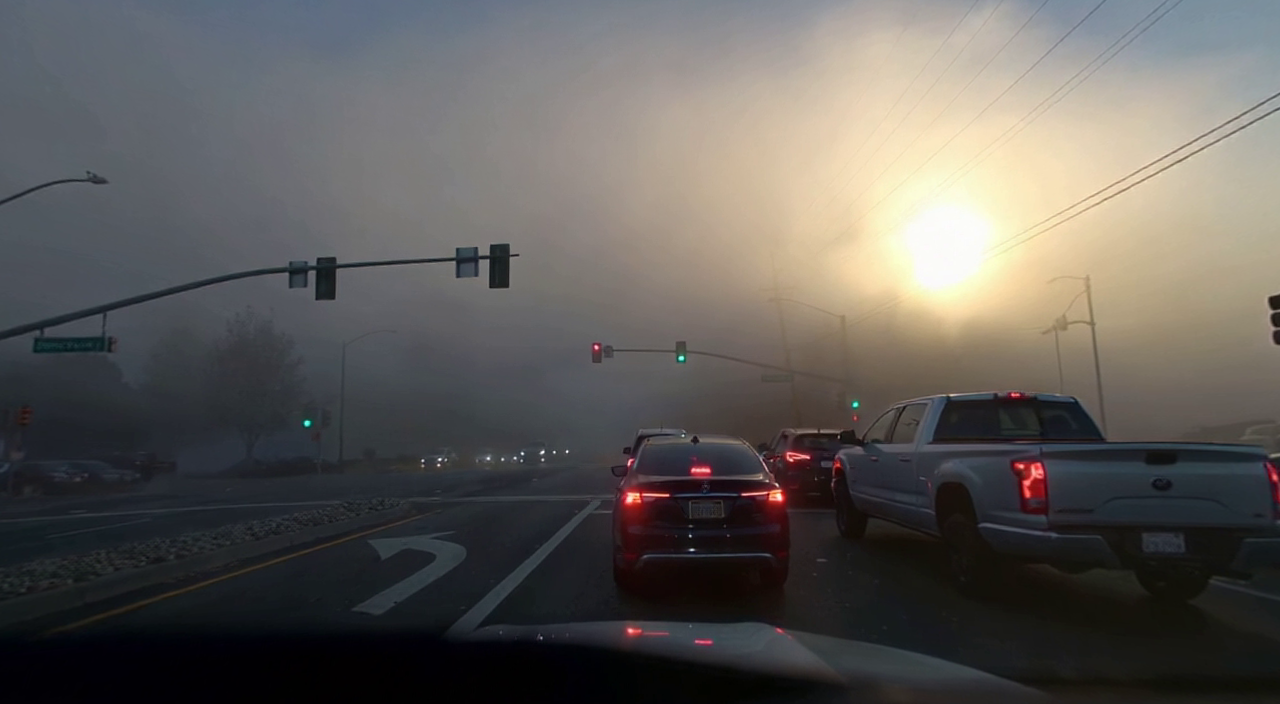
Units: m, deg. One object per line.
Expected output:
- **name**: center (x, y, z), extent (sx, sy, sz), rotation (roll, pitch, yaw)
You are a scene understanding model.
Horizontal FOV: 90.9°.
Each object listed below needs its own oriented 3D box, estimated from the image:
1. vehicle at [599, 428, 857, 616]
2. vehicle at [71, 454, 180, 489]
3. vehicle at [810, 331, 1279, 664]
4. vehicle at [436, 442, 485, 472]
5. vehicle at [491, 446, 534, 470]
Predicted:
- **vehicle**: center (0.618, 1.614, 6.910), extent (2.038, 1.447, 3.756), rotation (0, -8, -2)
- **vehicle**: center (-29.083, 6.728, 35.690), extent (4.789, 1.828, 2.025), rotation (-2, -9, 10)
- **vehicle**: center (3.794, 1.290, 6.748), extent (2.358, 2.116, 5.328), rotation (0, -8, -1)
- **vehicle**: center (-11.865, 6.936, 41.908), extent (1.991, 1.844, 4.393), rotation (0, -8, -1)
- **vehicle**: center (-8.455, 7.064, 42.179), extent (2.002, 1.469, 4.301), rotation (0, -8, -1)
